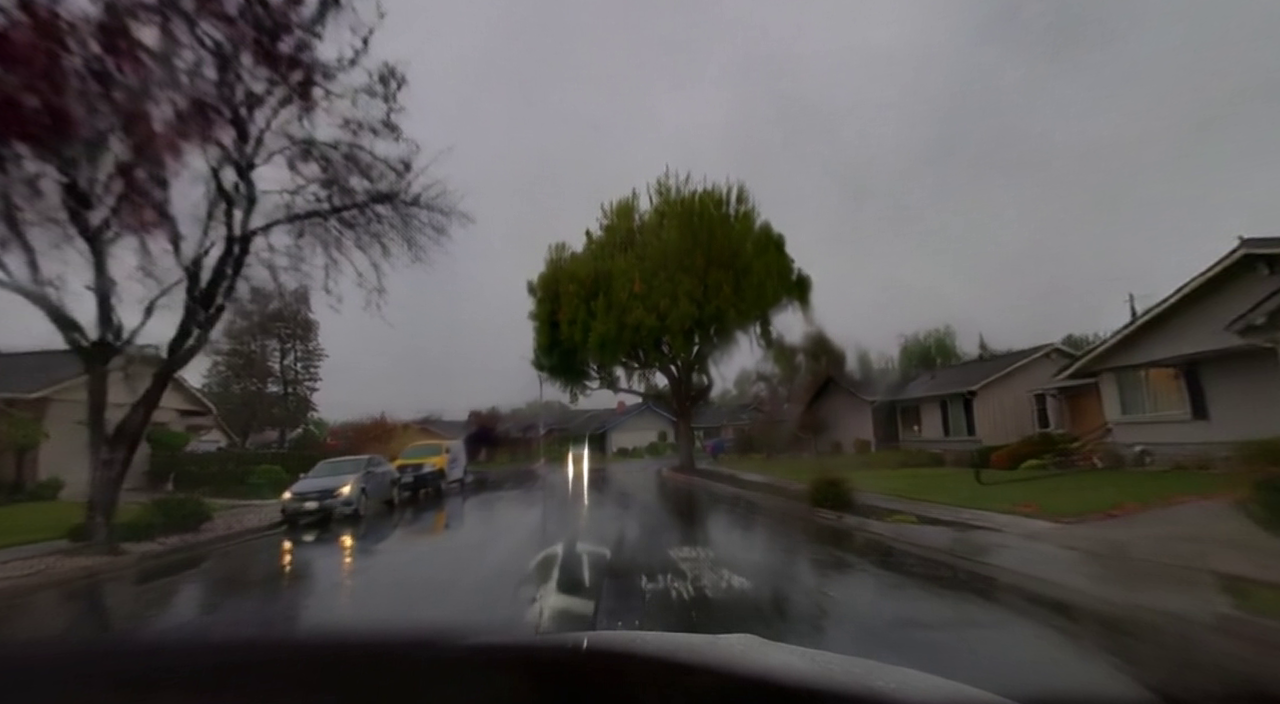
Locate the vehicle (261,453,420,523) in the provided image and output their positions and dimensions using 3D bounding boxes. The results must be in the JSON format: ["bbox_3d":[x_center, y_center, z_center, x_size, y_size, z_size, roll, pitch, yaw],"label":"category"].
[{"bbox_3d":[-6.954,3.165,15.185,2.017,1.397,4.004,0,-9,-3],"label":"vehicle"}]

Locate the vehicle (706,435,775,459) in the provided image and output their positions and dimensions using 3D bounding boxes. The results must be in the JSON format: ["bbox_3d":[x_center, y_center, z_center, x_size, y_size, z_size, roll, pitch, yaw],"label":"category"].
[{"bbox_3d":[7.245,6.858,45.591,4.533,1.557,1.981,2,-6,-14],"label":"vehicle"}]

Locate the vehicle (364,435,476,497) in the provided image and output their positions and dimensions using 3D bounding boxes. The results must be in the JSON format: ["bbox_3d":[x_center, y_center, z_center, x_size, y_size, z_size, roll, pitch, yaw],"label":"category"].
[{"bbox_3d":[-7.653,4.020,22.683,2.338,1.925,5.725,0,-9,-4],"label":"vehicle"}]
